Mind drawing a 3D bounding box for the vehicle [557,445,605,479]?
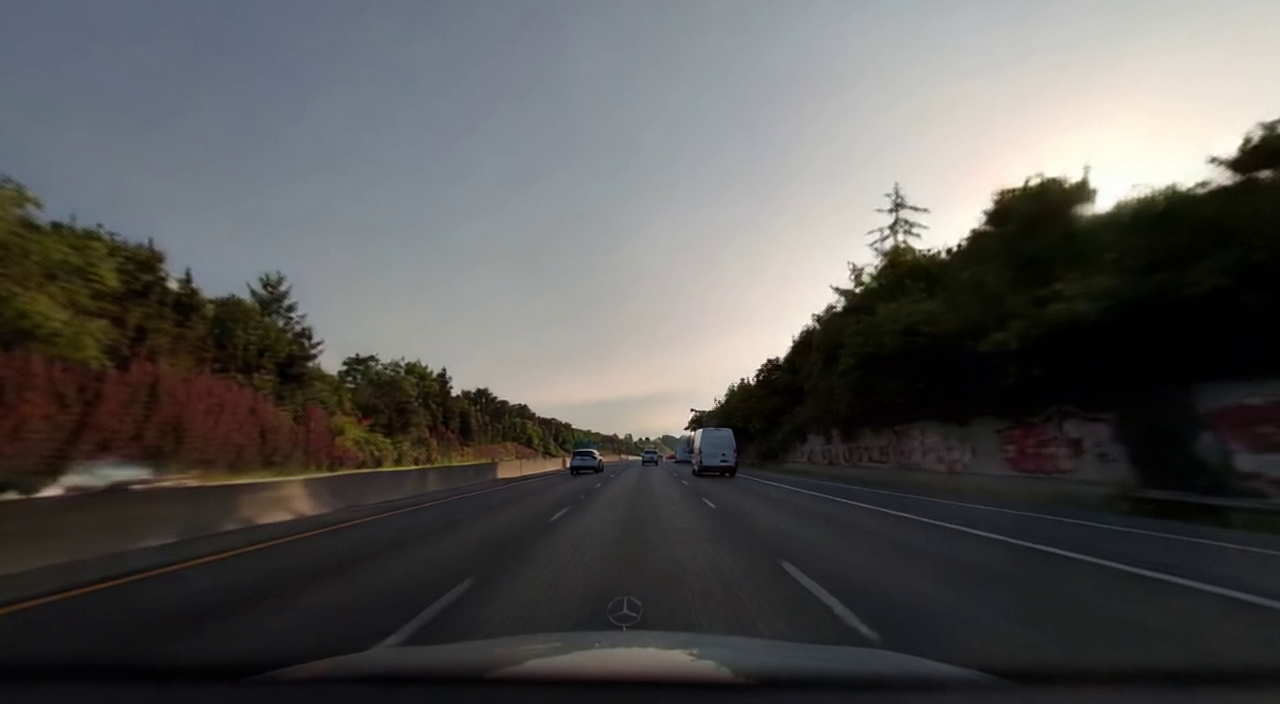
[{"bbox_3d":[-2.907,5.578,32.159,1.964,1.618,4.489,0,-9,0],"label":"vehicle"}]

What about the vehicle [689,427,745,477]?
[{"bbox_3d":[4.286,5.725,36.148,2.469,2.591,5.653,0,-9,0],"label":"vehicle"}]

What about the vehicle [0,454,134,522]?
[{"bbox_3d":[-15.866,3.470,16.532,1.830,1.557,3.942,0,-9,1],"label":"vehicle"}]
